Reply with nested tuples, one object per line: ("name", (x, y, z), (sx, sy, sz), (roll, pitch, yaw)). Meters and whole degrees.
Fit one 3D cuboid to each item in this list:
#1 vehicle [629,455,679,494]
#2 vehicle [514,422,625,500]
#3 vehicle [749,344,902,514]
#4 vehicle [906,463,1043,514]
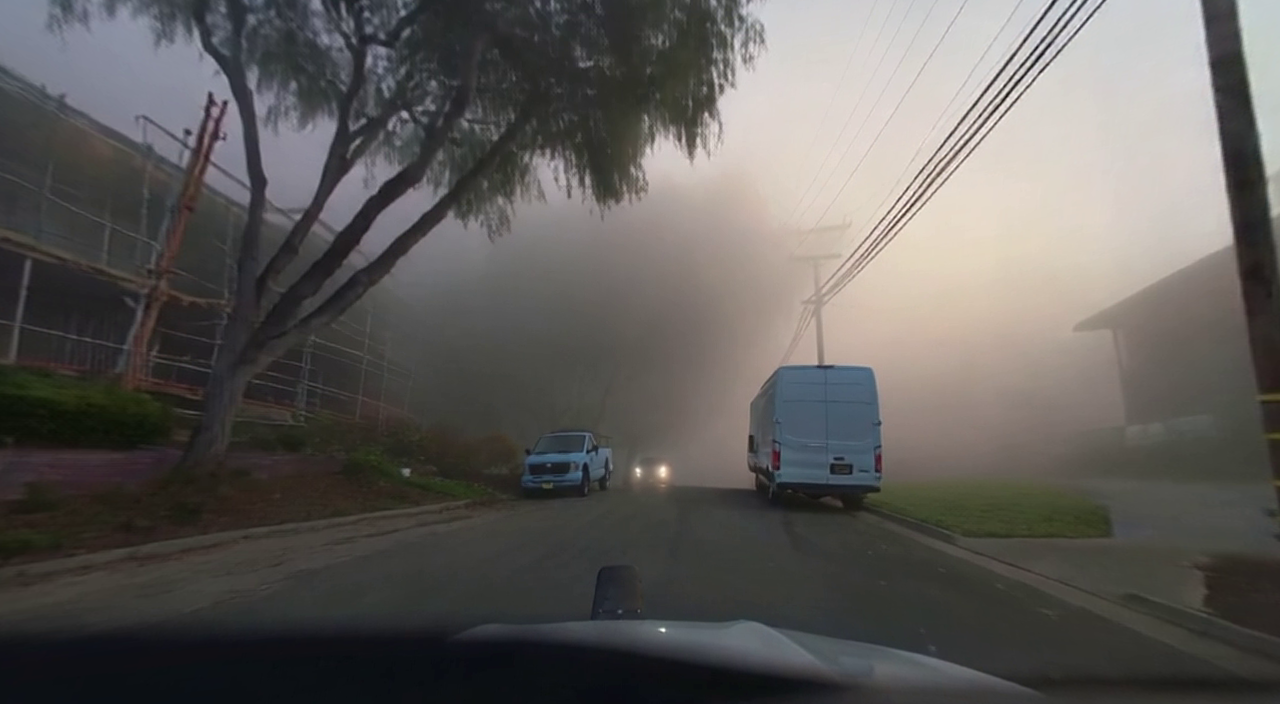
("vehicle", (0.916, 6.864, 35.667), (2.257, 1.916, 5.089), (-1, -9, 8))
("vehicle", (-1.978, 3.193, 19.260), (2.171, 1.910, 4.789), (-2, -5, 9))
("vehicle", (5.008, 2.585, 19.215), (2.915, 3.793, 9.963), (0, -10, 7))
("vehicle", (15.590, 6.359, 29.659), (5.321, 1.857, 1.976), (-1, -4, 15))
